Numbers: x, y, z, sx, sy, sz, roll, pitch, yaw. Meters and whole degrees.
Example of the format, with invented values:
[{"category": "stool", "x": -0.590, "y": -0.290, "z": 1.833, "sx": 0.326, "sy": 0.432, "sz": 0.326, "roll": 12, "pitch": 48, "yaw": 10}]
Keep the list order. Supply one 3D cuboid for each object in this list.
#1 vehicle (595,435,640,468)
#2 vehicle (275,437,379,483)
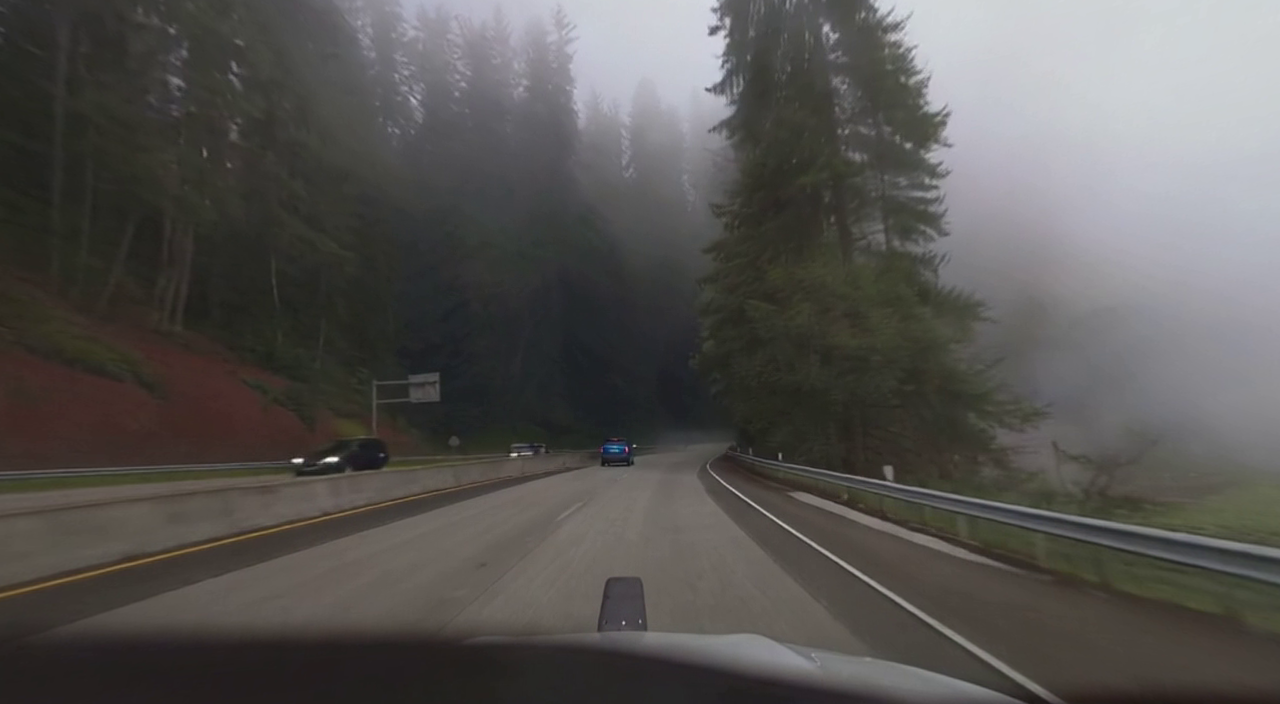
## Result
[{"category": "vehicle", "x": -1.229, "y": 5.725, "z": 36.501, "sx": 2.005, "sy": 1.752, "sz": 4.479, "roll": -1, "pitch": -8, "yaw": 5}, {"category": "vehicle", "x": -15.387, "y": 5.306, "z": 31.426, "sx": 2.197, "sy": 2.087, "sz": 5.089, "roll": -1, "pitch": -8, "yaw": 6}]
